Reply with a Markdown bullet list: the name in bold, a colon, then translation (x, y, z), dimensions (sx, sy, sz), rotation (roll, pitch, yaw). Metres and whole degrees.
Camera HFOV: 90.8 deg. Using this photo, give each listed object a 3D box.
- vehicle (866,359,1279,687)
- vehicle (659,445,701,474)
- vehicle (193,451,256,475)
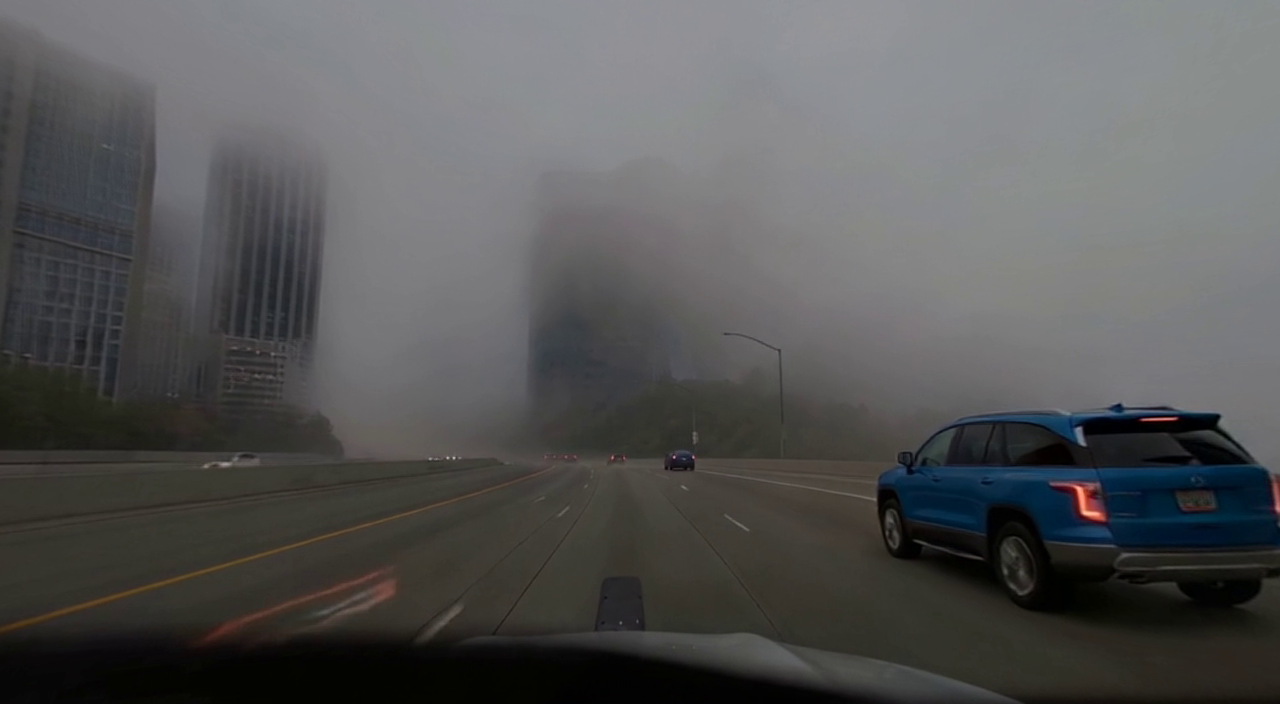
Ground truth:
- **vehicle**: translation (4.028, 1.266, 5.812), dimensions (2.182, 1.826, 4.392), rotation (0, -8, -1)
- **vehicle**: translation (2.543, 7.006, 41.427), dimensions (2.110, 1.780, 4.682), rotation (1, -8, -5)
- **vehicle**: translation (-31.282, 8.334, 47.706), dimensions (1.964, 1.718, 4.549), rotation (0, -8, -5)
